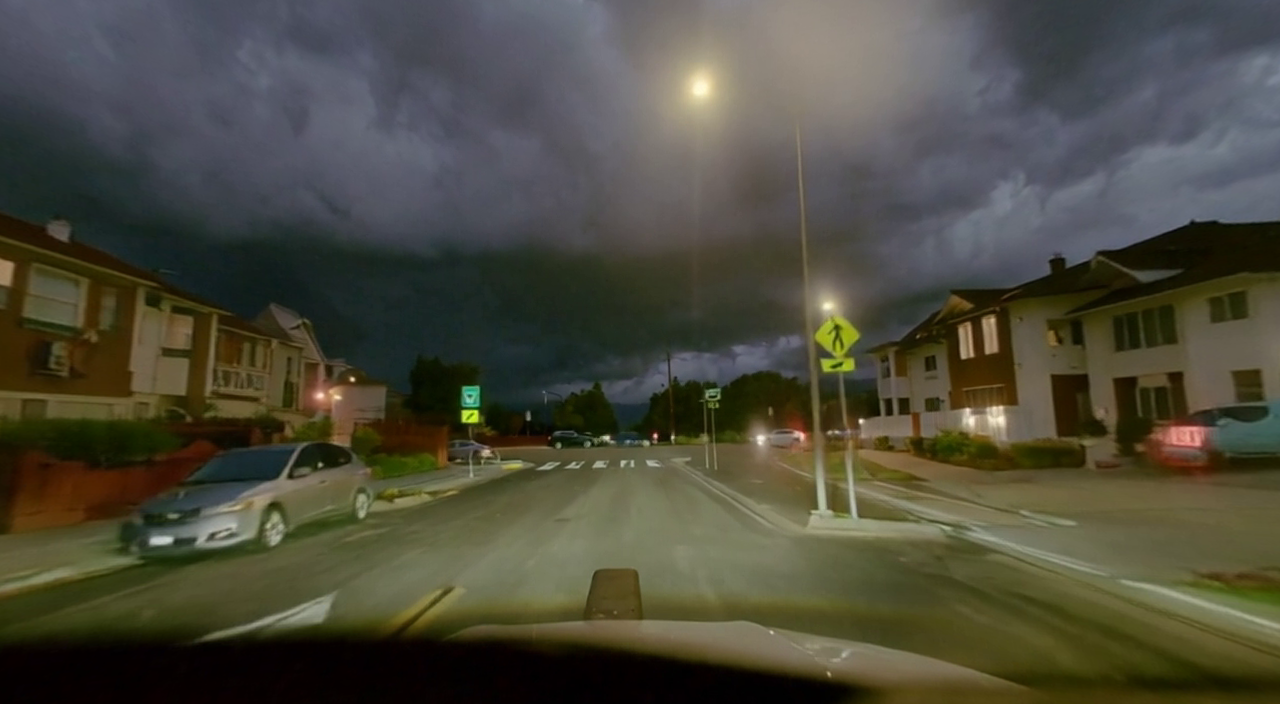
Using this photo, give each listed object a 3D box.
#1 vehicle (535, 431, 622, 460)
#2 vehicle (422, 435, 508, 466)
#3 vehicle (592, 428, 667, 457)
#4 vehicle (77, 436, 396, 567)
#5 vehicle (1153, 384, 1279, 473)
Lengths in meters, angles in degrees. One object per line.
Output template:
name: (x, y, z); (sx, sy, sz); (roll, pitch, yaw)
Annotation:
vehicle: (-4.002, 6.056, 40.964); (5.181, 1.768, 2.139); (4, -9, -25)
vehicle: (-10.207, 5.726, 36.718); (4.639, 1.700, 2.002); (2, -8, -18)
vehicle: (-0.791, 6.589, 46.115); (5.113, 2.048, 1.962); (3, -8, -24)
vehicle: (-5.397, 1.986, 9.261); (1.919, 1.464, 4.155); (0, -8, 0)
vehicle: (14.171, 1.663, 13.649); (4.184, 1.817, 2.026); (-4, -8, 23)
